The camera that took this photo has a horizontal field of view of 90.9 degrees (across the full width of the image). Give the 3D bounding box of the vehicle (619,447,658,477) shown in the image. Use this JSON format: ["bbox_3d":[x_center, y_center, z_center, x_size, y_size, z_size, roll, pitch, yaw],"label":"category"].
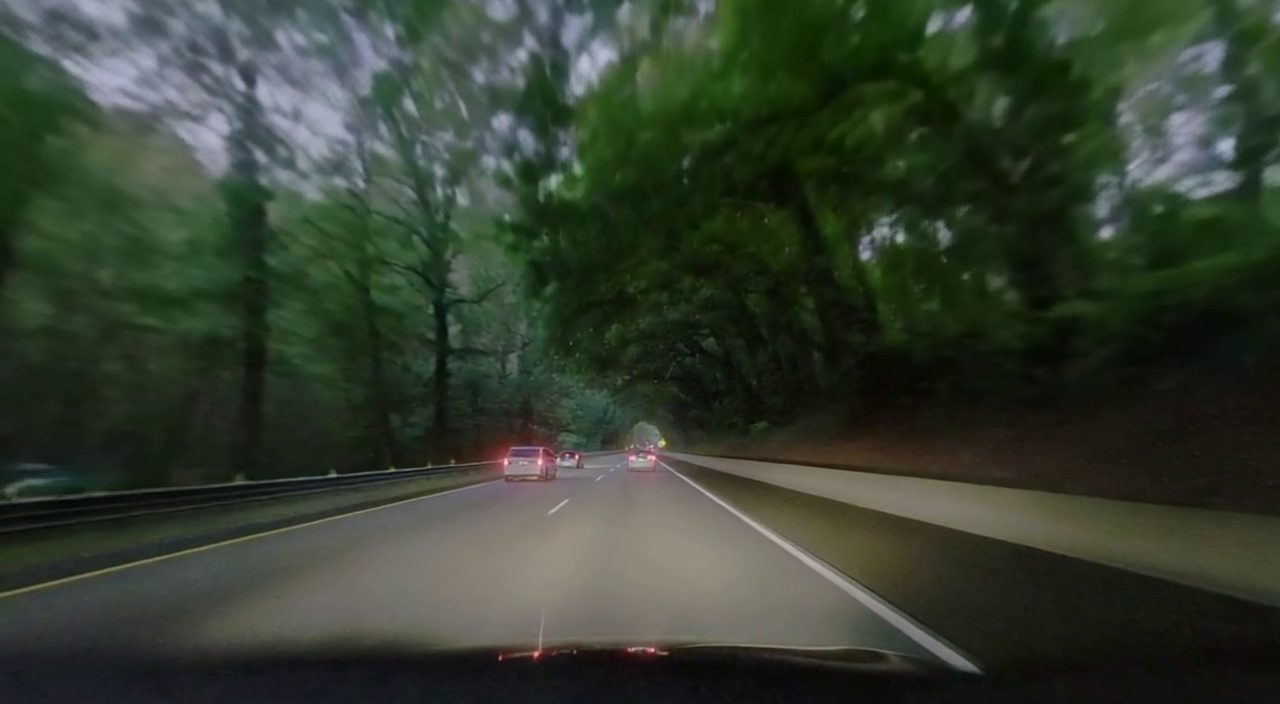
[{"bbox_3d":[-0.081,5.948,34.282,2.001,1.490,3.914,0,-9,0],"label":"vehicle"}]

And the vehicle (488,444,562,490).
[{"bbox_3d":[-4.127,4.201,23.311,1.978,1.538,3.755,0,-9,1],"label":"vehicle"}]

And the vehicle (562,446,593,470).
[{"bbox_3d":[-4.505,7.689,45.690,1.834,1.615,3.624,0,-9,0],"label":"vehicle"}]
